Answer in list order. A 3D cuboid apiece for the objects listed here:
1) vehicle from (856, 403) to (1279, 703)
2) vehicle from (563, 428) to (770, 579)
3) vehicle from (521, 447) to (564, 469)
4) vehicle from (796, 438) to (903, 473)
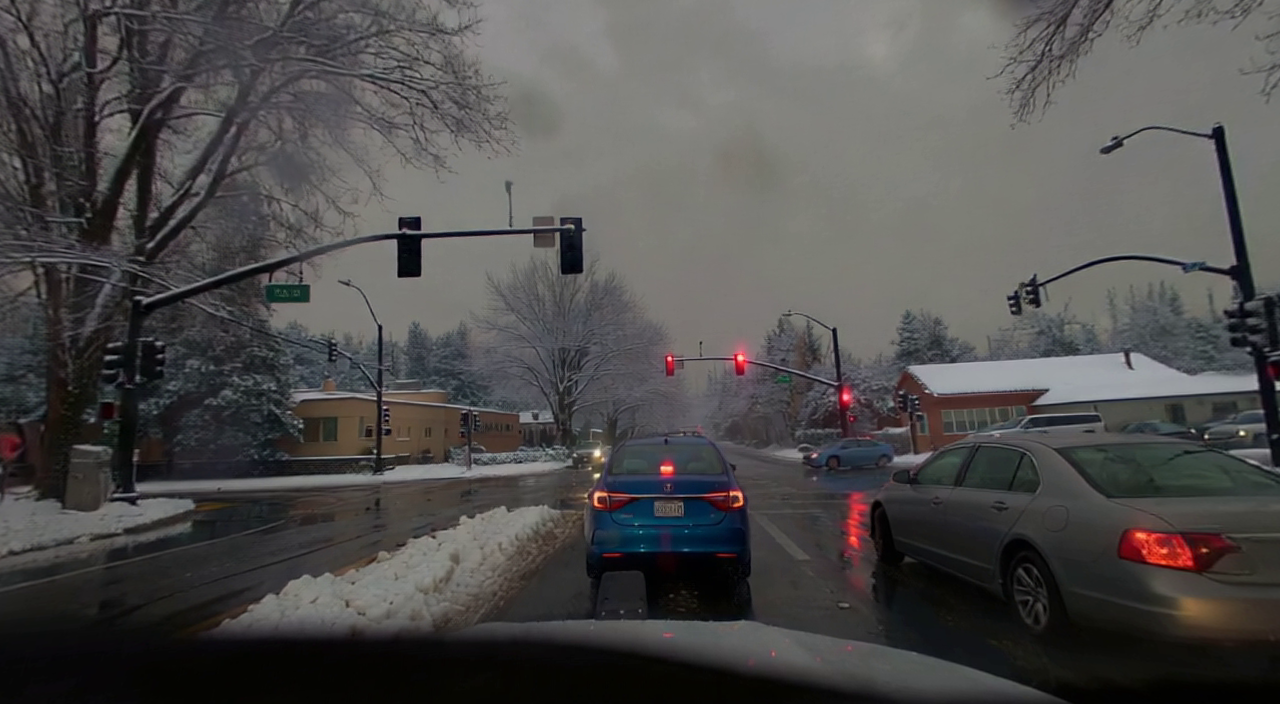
[{"bbox_3d":[3.657,1.343,5.445,1.888,1.486,4.681,0,-9,-1],"label":"vehicle"},{"bbox_3d":[0.300,1.819,8.333,2.090,1.505,3.756,-1,-9,1],"label":"vehicle"},{"bbox_3d":[-6.942,7.585,45.282,2.093,1.476,4.278,-1,-9,4],"label":"vehicle"},{"bbox_3d":[9.573,4.712,28.975,4.229,1.490,1.854,1,-9,-11],"label":"vehicle"}]
